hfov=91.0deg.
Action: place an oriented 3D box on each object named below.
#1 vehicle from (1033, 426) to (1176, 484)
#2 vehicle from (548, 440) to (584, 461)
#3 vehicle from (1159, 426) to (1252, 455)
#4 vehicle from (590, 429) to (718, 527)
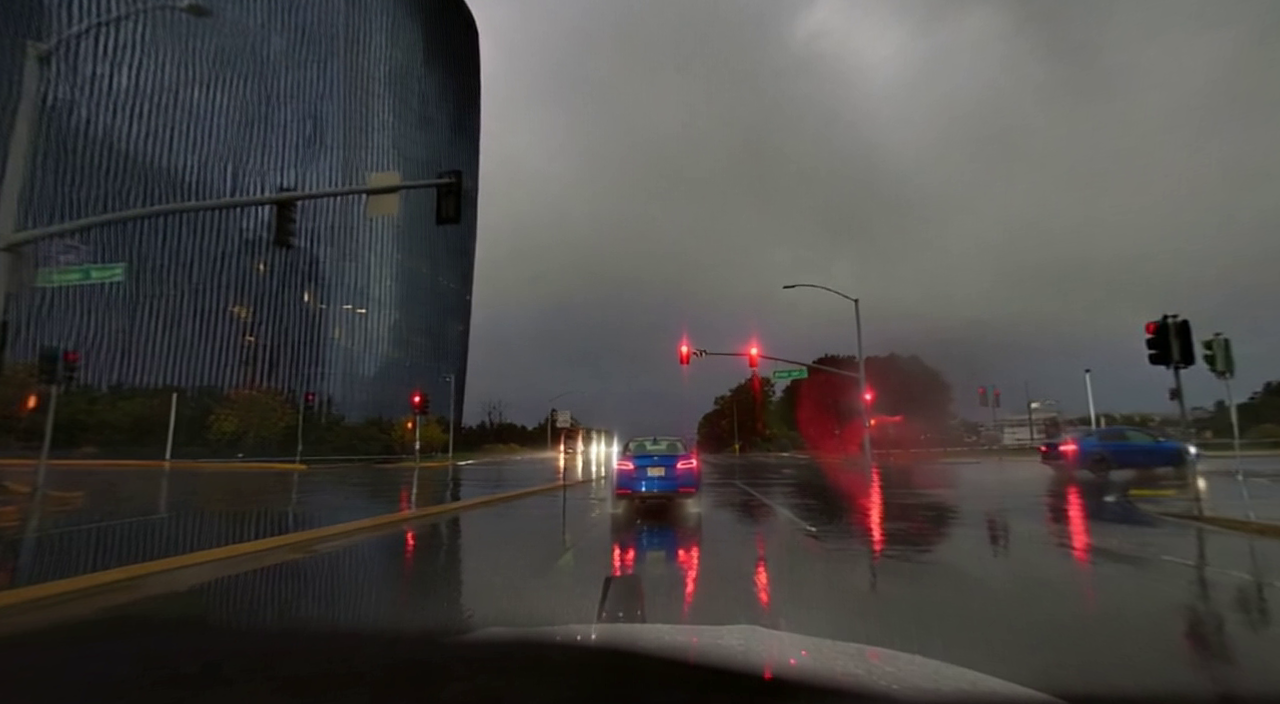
[{"bbox_3d":[15.823,3.482,21.397,4.739,1.749,2.174,6,-10,-32],"label":"vehicle"},{"bbox_3d":[-5.703,7.678,49.047,2.113,1.535,4.504,0,-9,3],"label":"vehicle"},{"bbox_3d":[31.126,4.914,34.786,1.743,1.472,3.772,0,-9,4],"label":"vehicle"},{"bbox_3d":[0.356,2.305,12.078,2.014,1.525,4.197,0,-9,4],"label":"vehicle"}]
